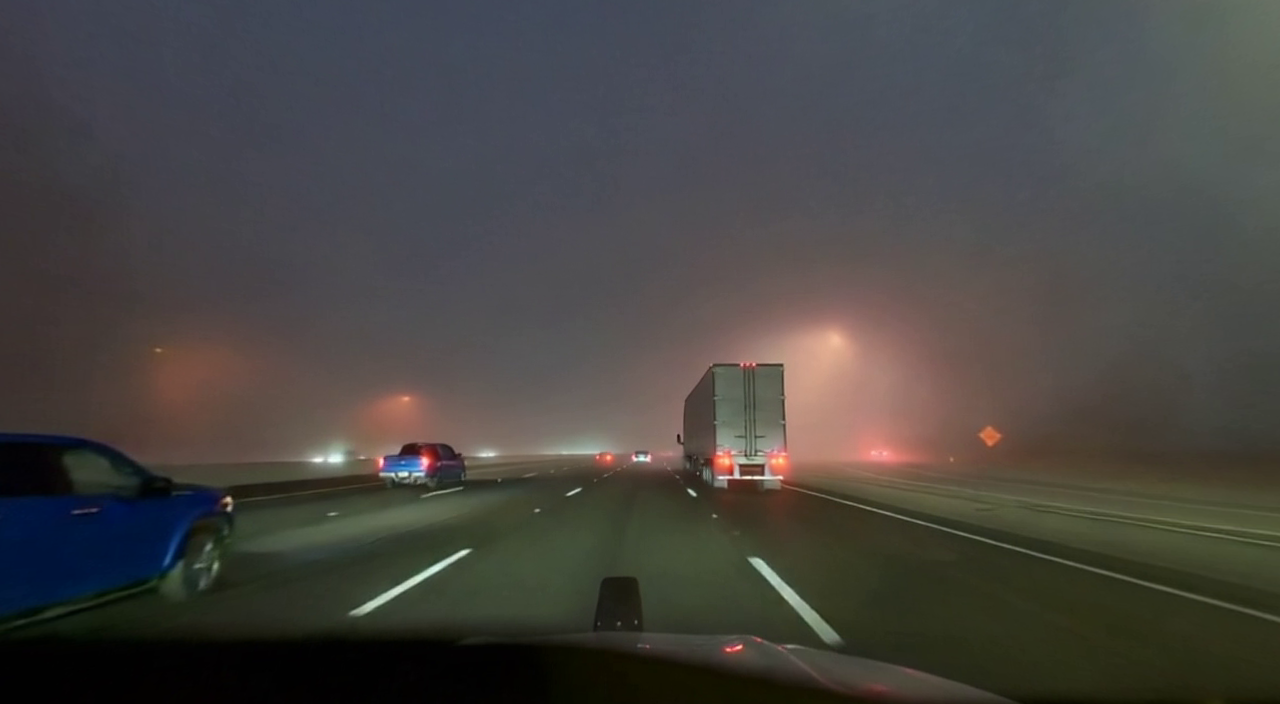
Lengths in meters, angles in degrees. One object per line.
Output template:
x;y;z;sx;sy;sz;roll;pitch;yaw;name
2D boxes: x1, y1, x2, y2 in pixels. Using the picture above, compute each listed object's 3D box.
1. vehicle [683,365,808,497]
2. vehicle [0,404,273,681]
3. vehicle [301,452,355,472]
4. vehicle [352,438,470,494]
3.837;3.686;27.930;2.891;4.123;16.415;0;-9;1;vehicle
-4.651;1.141;3.982;2.120;1.537;4.139;0;-9;0;vehicle
-24.407;8.596;49.424;1.805;1.469;4.586;0;-9;2;vehicle
-7.890;3.980;22.371;2.264;1.728;4.940;0;-9;1;vehicle
